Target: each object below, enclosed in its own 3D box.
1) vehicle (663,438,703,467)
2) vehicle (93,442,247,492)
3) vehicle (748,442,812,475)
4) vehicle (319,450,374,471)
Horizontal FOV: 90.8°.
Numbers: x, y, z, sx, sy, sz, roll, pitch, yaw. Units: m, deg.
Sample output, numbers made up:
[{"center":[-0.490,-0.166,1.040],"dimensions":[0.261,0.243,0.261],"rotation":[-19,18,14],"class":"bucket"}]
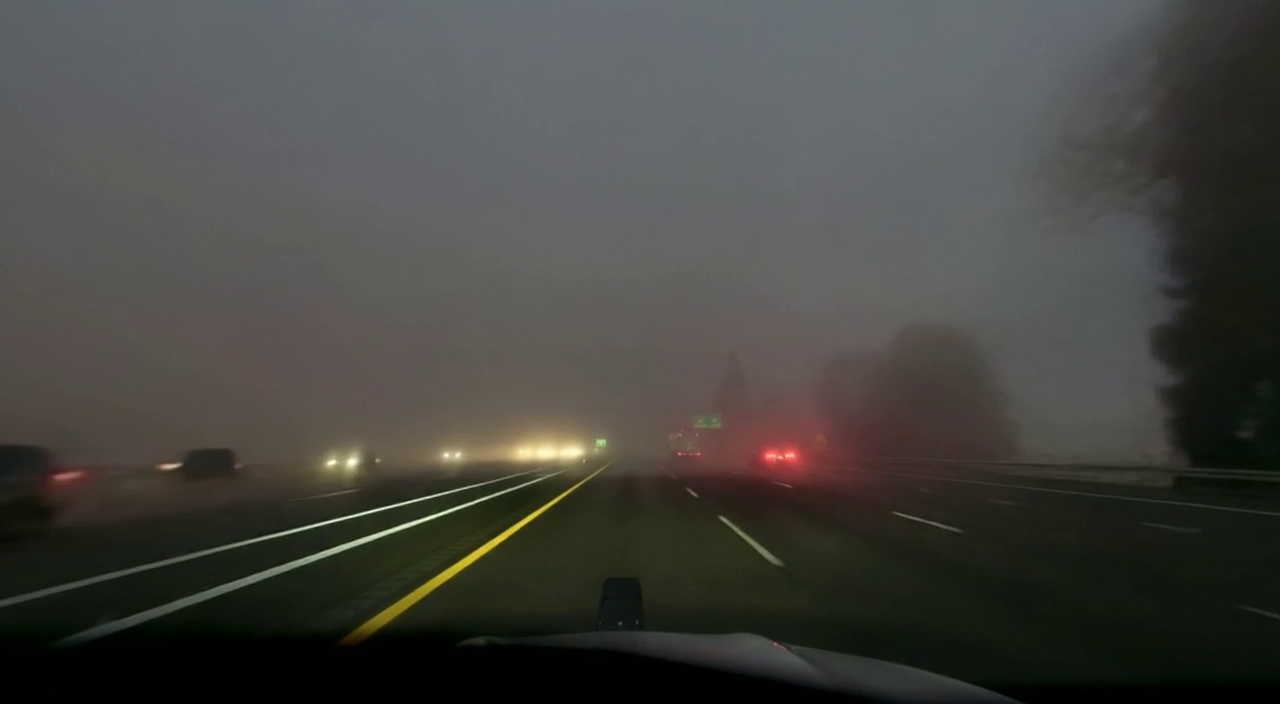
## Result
[{"center":[2.847,6.824,43.097],"dimensions":[2.258,1.824,4.908],"rotation":[0,-9,-1],"class":"vehicle"},{"center":[-18.643,4.567,25.512],"dimensions":[2.113,1.784,5.421],"rotation":[0,-9,-1],"class":"vehicle"},{"center":[6.567,5.044,30.133],"dimensions":[2.009,1.456,4.097],"rotation":[0,-9,-1],"class":"vehicle"},{"center":[-22.560,8.345,48.743],"dimensions":[1.912,1.513,5.034],"rotation":[0,-9,-1],"class":"vehicle"}]
